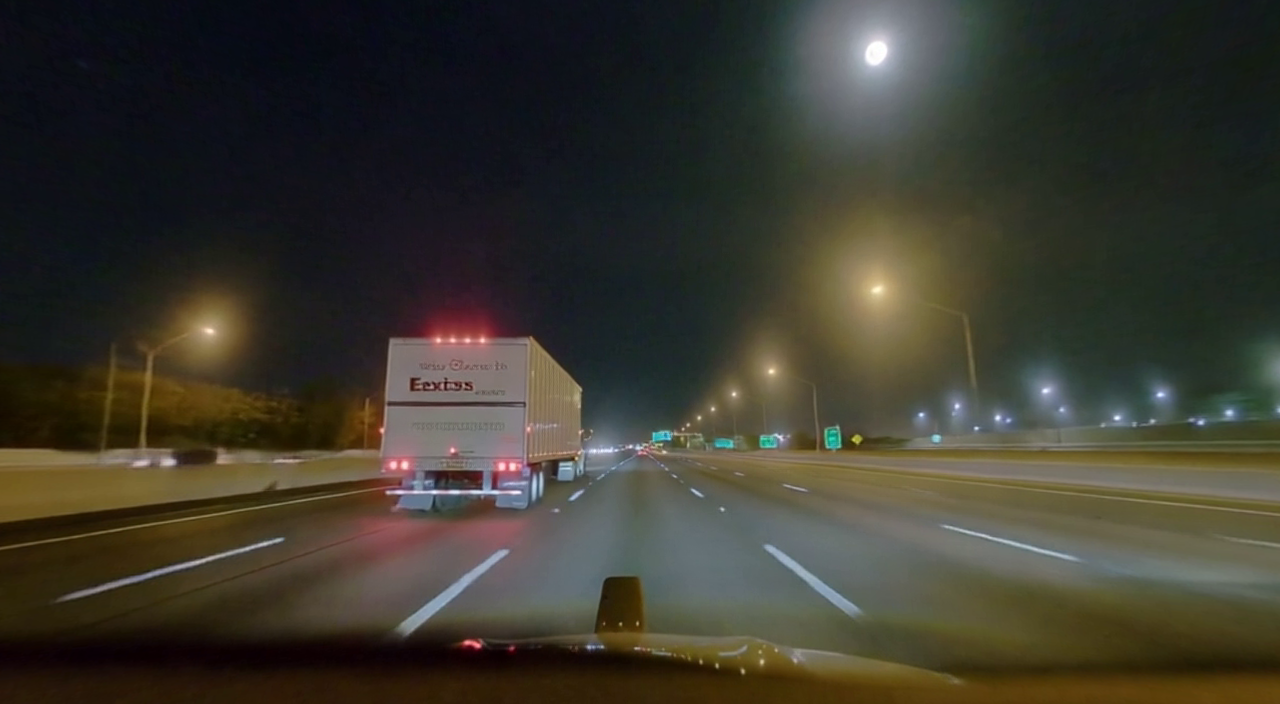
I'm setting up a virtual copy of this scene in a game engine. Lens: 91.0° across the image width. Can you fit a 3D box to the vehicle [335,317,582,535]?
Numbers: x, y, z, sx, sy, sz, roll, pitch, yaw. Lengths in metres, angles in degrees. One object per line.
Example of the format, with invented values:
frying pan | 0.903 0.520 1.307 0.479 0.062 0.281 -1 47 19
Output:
vehicle | -3.239 1.783 14.196 2.922 3.458 8.360 0 -9 1
